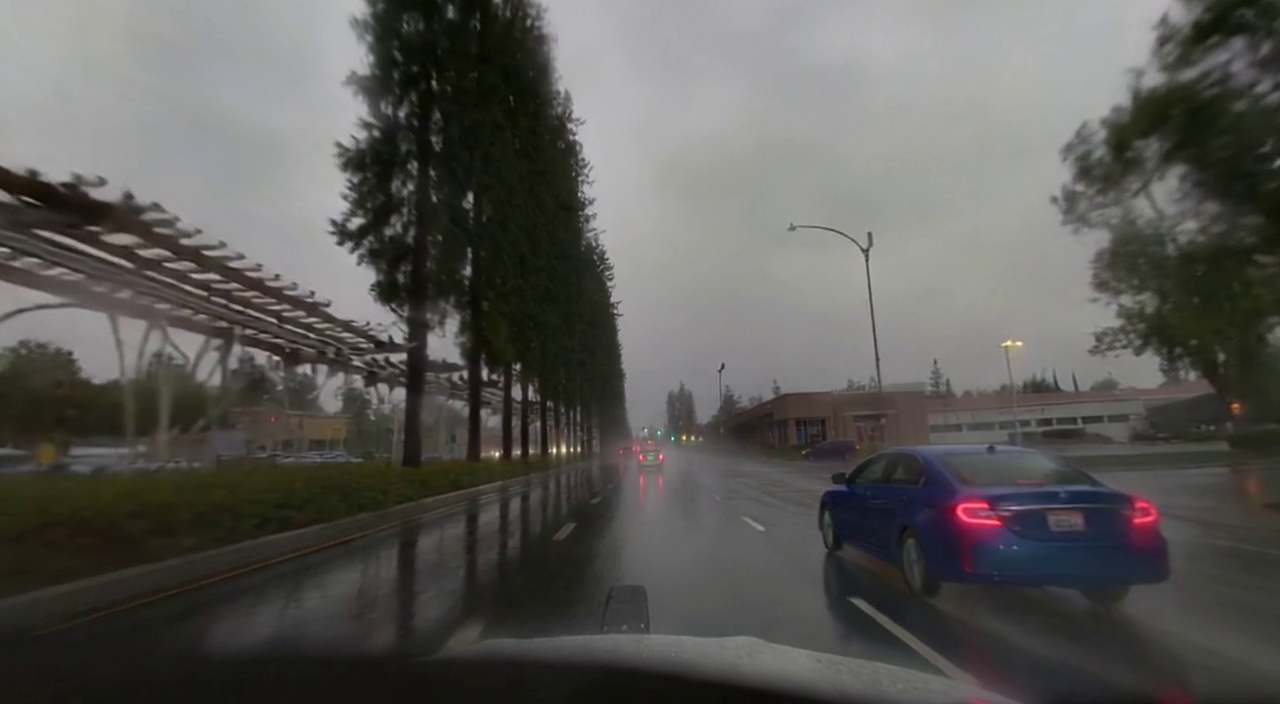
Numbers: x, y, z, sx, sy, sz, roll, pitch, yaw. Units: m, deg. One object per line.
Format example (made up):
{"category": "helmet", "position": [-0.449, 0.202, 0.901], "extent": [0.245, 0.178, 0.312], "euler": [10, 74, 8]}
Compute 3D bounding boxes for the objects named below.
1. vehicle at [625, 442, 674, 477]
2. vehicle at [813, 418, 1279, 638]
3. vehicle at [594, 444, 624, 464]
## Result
{"category": "vehicle", "position": [0.422, 5.016, 29.723], "extent": [2.144, 1.505, 4.128], "euler": [0, -8, 0]}
{"category": "vehicle", "position": [3.453, 1.537, 6.582], "extent": [2.067, 1.497, 4.327], "euler": [0, -8, 0]}
{"category": "vehicle", "position": [-2.393, 8.009, 49.555], "extent": [2.036, 1.481, 4.151], "euler": [0, -8, 1]}
